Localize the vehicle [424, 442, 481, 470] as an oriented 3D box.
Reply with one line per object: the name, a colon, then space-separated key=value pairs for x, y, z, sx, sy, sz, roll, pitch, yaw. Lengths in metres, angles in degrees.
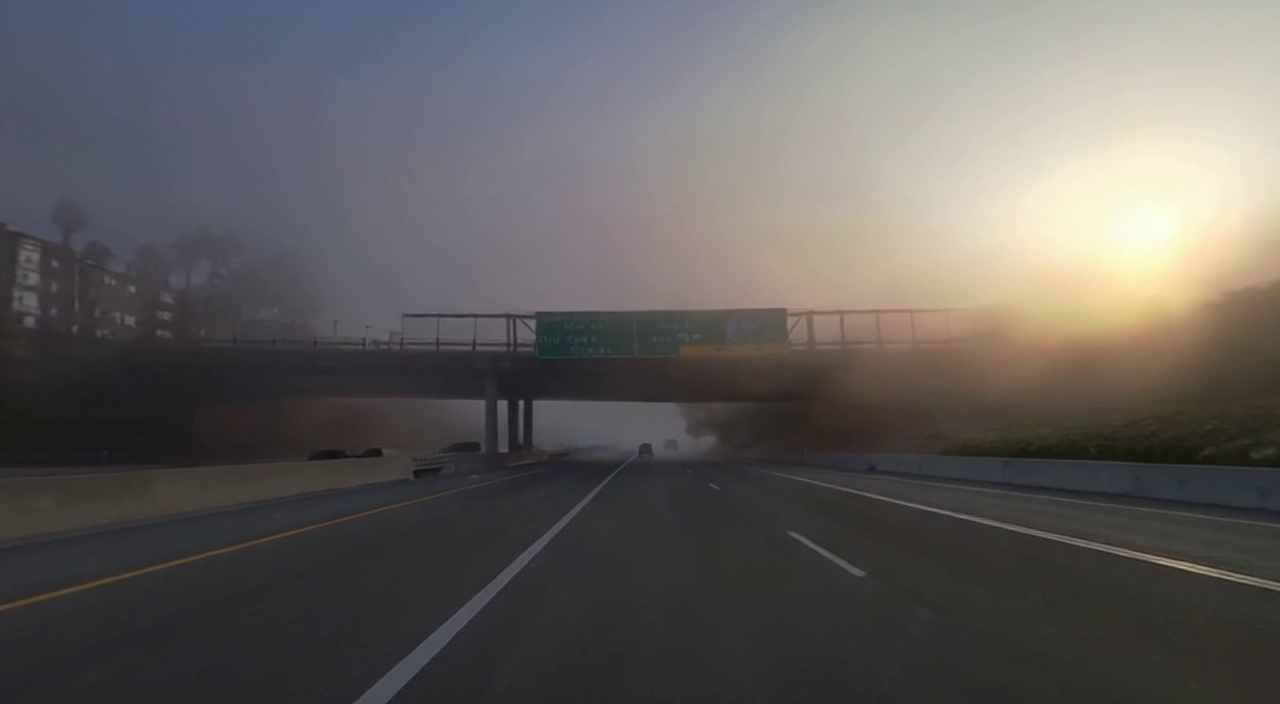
vehicle: x=-10.713 y=5.966 z=36.405 sx=1.926 sy=1.534 sz=4.371 roll=0 pitch=-8 yaw=0

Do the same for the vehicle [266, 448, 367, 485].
vehicle: x=-14.407 y=5.092 z=28.388 sx=2.140 sy=1.457 sz=4.305 roll=0 pitch=-8 yaw=2
